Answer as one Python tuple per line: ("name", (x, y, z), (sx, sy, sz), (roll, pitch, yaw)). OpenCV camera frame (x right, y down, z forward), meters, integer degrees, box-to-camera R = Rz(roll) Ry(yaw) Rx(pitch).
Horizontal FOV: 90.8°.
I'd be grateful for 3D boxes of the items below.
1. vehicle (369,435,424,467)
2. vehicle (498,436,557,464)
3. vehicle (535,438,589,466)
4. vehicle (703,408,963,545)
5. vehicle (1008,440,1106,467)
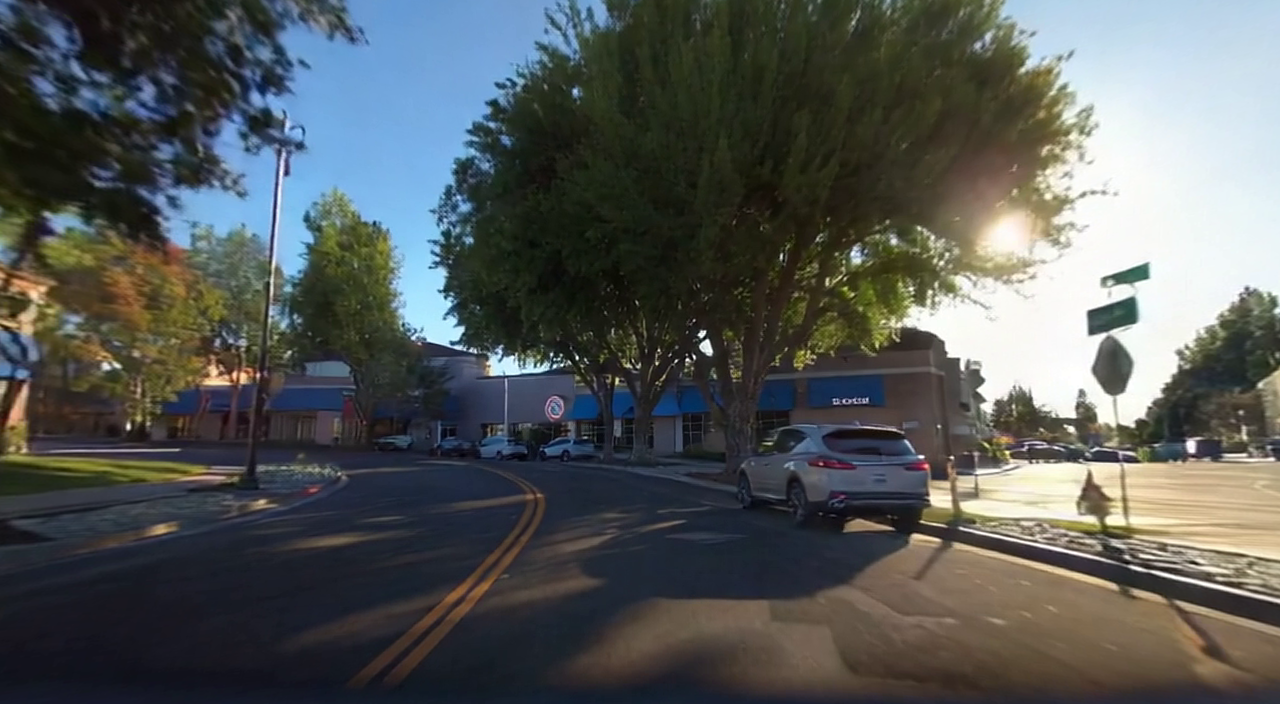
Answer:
("vehicle", (-16.148, 6.493, 41.708), (2.319, 1.976, 4.839), (5, -10, -33))
("vehicle", (-7.929, 6.842, 44.168), (2.278, 1.805, 4.950), (5, -10, -33))
("vehicle", (-4.888, 6.176, 39.126), (2.007, 1.639, 4.444), (4, -9, -25))
("vehicle", (2.848, 2.022, 10.968), (2.292, 1.767, 5.128), (1, -9, -8))
("vehicle", (26.035, 6.339, 39.558), (4.800, 1.574, 1.815), (-8, -12, 43))
